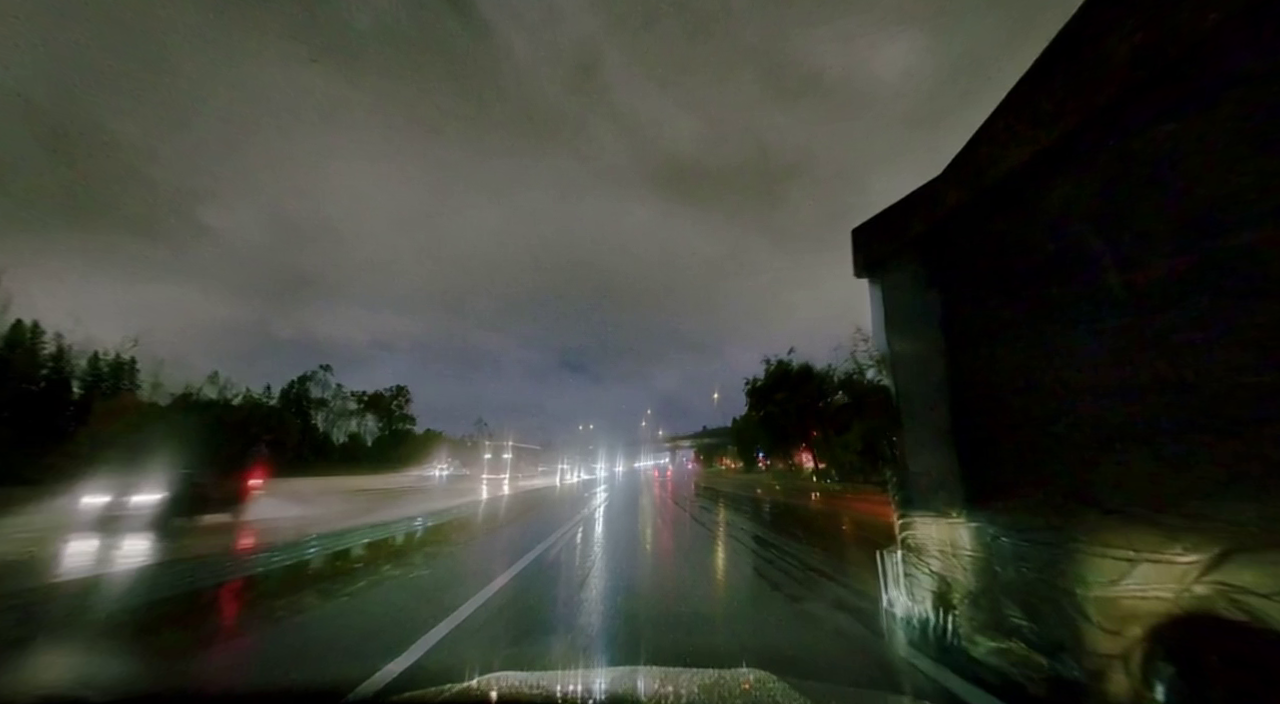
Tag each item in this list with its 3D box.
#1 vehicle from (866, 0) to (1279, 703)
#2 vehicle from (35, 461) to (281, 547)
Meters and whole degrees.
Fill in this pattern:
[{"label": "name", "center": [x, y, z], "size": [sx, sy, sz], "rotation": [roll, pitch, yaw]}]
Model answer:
[{"label": "vehicle", "center": [3.832, 0.070, 3.285], "size": [3.013, 3.971, 5.739], "rotation": [1, -10, 0]}, {"label": "vehicle", "center": [-9.147, 2.895, 12.468], "size": [1.816, 1.395, 3.822], "rotation": [1, -10, -1]}]
